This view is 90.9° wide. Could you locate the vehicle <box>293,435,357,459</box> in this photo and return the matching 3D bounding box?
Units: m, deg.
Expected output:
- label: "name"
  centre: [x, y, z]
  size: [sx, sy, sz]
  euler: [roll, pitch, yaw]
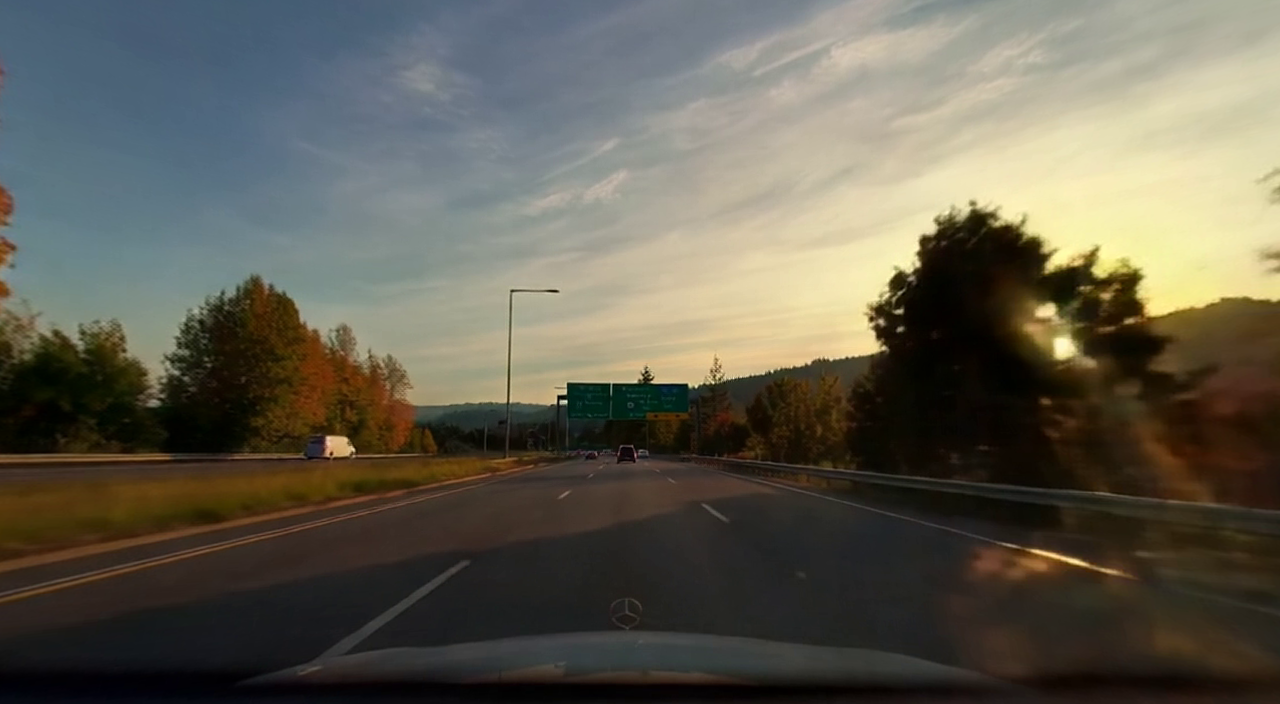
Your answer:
- label: "vehicle"
  centre: [-19.653, 5.969, 39.536]
  size: [1.901, 1.465, 4.173]
  euler: [0, -9, -1]
